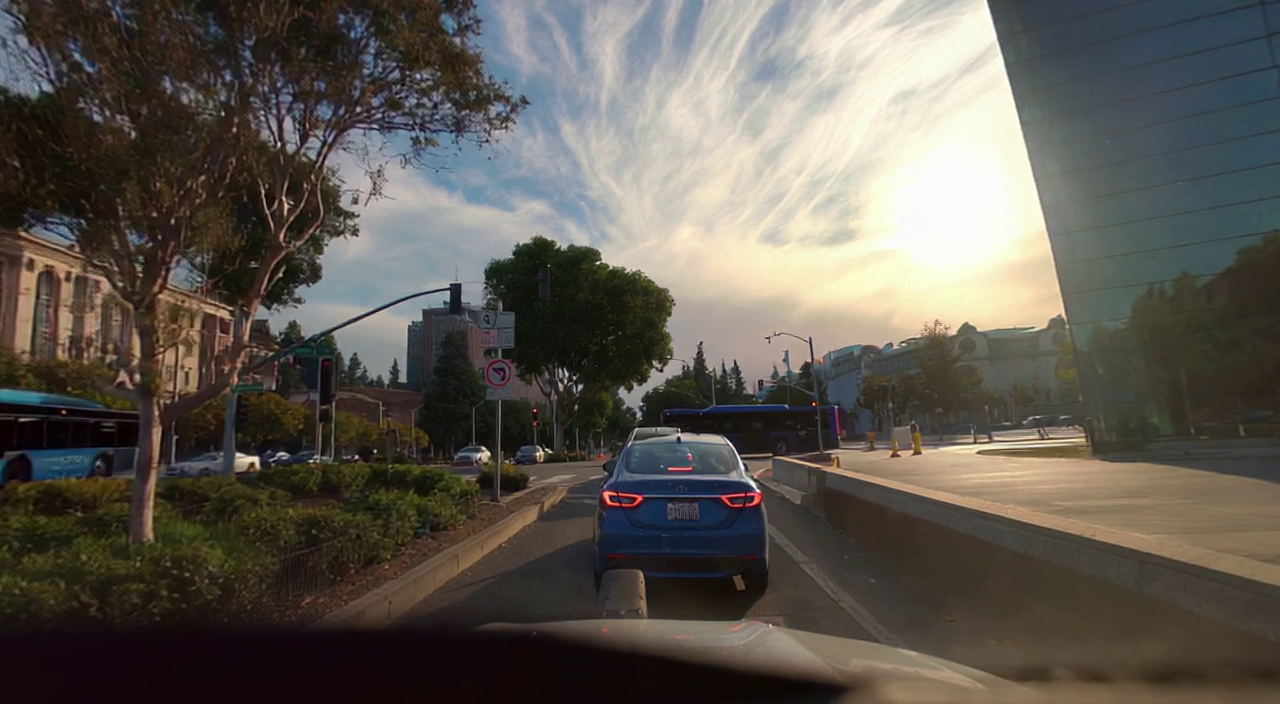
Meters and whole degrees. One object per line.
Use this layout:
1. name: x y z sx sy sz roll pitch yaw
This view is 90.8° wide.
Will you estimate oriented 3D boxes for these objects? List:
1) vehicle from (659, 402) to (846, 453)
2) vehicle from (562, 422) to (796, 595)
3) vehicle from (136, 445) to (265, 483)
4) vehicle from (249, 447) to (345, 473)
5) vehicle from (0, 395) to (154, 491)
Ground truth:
1. vehicle: 8.513 5.870 48.857 13.811 3.706 2.997 0 -9 -3
2. vehicle: 0.373 1.634 7.395 2.006 1.470 3.799 0 -8 1
3. vehicle: -20.627 5.220 29.901 1.892 1.645 4.561 -4 -9 25
4. vehicle: -20.277 6.380 37.610 1.883 1.461 4.830 -4 -9 23
5. vehicle: -25.953 3.646 25.320 2.692 3.685 10.153 -3 -9 20
